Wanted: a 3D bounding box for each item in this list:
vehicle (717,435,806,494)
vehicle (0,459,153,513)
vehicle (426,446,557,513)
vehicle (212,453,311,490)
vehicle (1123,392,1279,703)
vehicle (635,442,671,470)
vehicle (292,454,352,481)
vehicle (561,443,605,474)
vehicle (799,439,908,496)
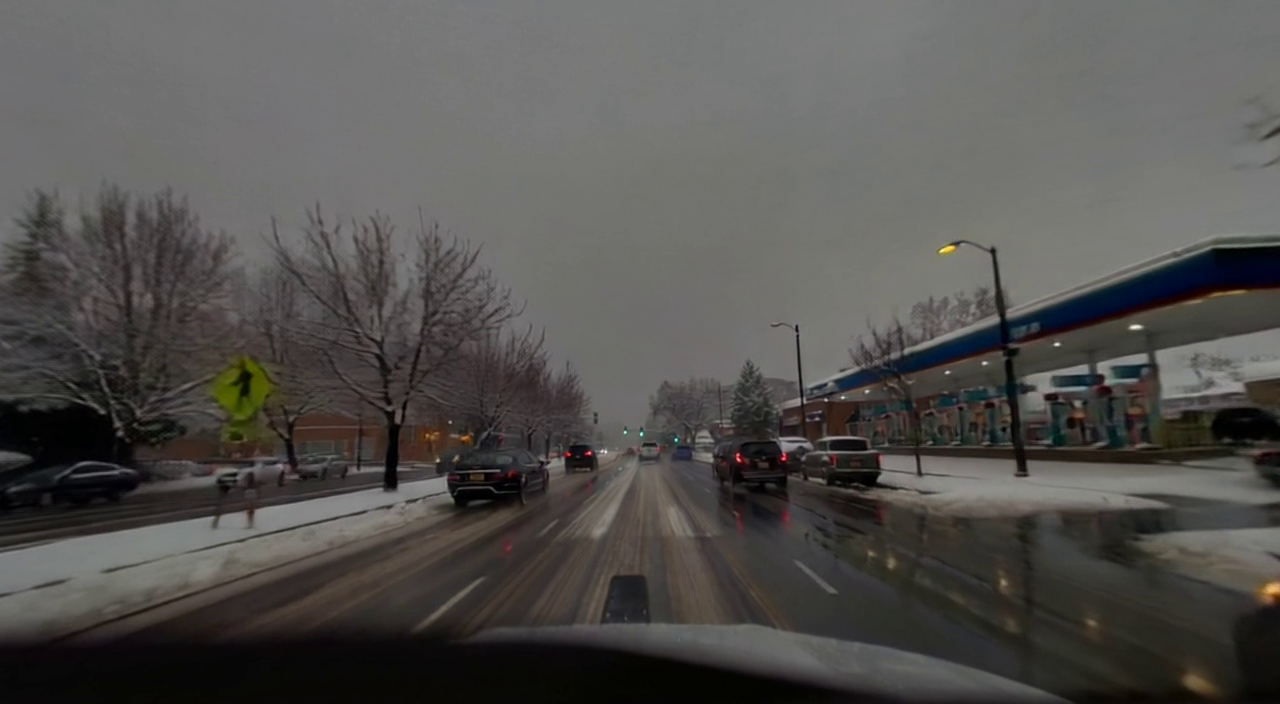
[{"bbox_3d":[3.830,3.631,20.805,1.980,1.709,4.813,0,-8,0],"label":"vehicle"},{"bbox_3d":[-19.158,4.379,21.061,1.890,1.472,4.769,0,-8,1],"label":"vehicle"},{"bbox_3d":[-3.361,2.973,15.251,2.013,1.354,4.393,0,-8,1],"label":"vehicle"},{"bbox_3d":[-18.570,5.850,31.204,1.947,1.616,4.638,0,-8,1],"label":"vehicle"},{"bbox_3d":[3.179,0.654,0.559,1.919,1.502,4.572,0,-8,1],"label":"vehicle"},{"bbox_3d":[0.815,6.660,40.555,2.192,1.674,4.124,0,-8,1],"label":"vehicle"},{"bbox_3d":[-21.832,7.912,43.422,1.821,1.645,4.211,0,-8,1],"label":"vehicle"},{"bbox_3d":[-3.188,6.029,35.966,1.988,1.645,3.995,0,-8,2],"label":"vehicle"},{"bbox_3d":[7.171,3.937,21.857,2.417,1.736,5.043,-1,-9,5],"label":"vehicle"}]
